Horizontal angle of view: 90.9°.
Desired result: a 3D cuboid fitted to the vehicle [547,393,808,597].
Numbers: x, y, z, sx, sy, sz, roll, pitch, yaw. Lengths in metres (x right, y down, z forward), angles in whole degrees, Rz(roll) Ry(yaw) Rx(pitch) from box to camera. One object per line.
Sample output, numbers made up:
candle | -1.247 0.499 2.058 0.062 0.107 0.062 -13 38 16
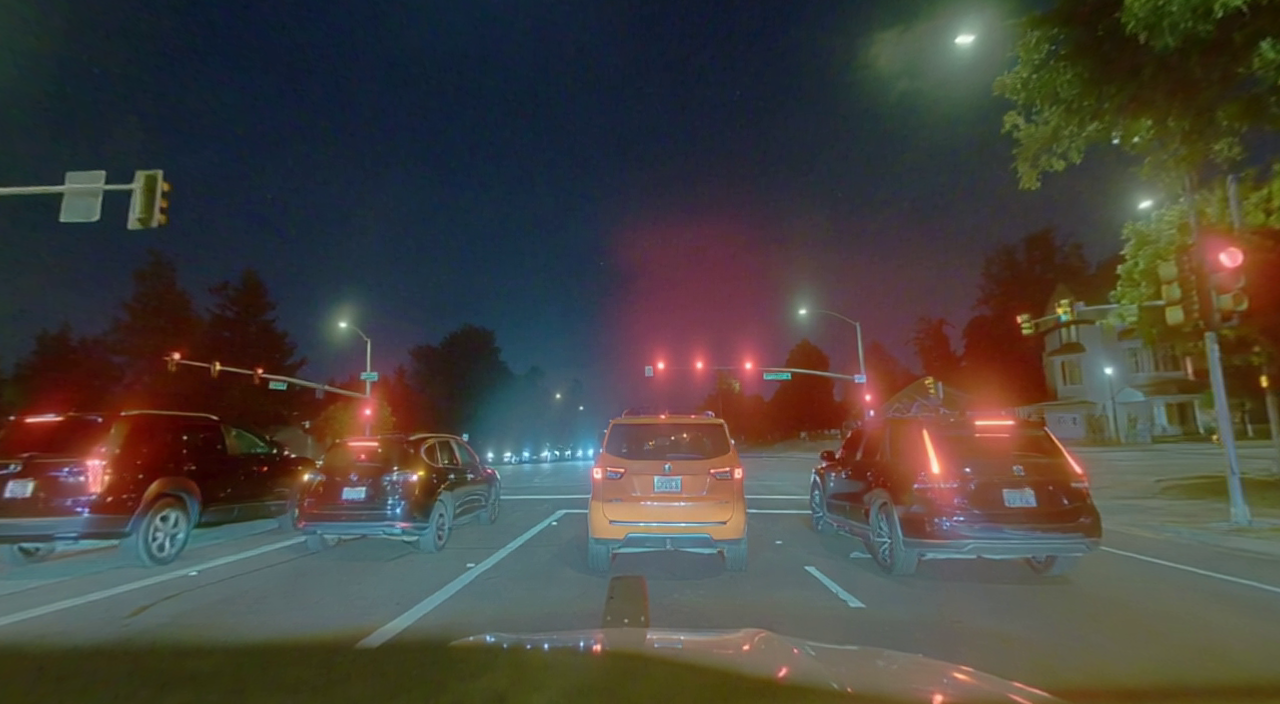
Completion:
vehicle | 0.392 1.519 7.496 2.198 1.708 4.170 0 -8 2

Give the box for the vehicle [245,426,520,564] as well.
vehicle | -3.240 1.884 9.104 1.885 1.475 4.359 -1 -8 4

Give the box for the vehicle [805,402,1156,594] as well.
vehicle | 3.527 1.587 7.738 2.047 1.638 4.395 -1 -8 4

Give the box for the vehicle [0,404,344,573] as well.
vehicle | -6.626 1.823 9.245 2.075 1.796 4.785 0 -8 2
